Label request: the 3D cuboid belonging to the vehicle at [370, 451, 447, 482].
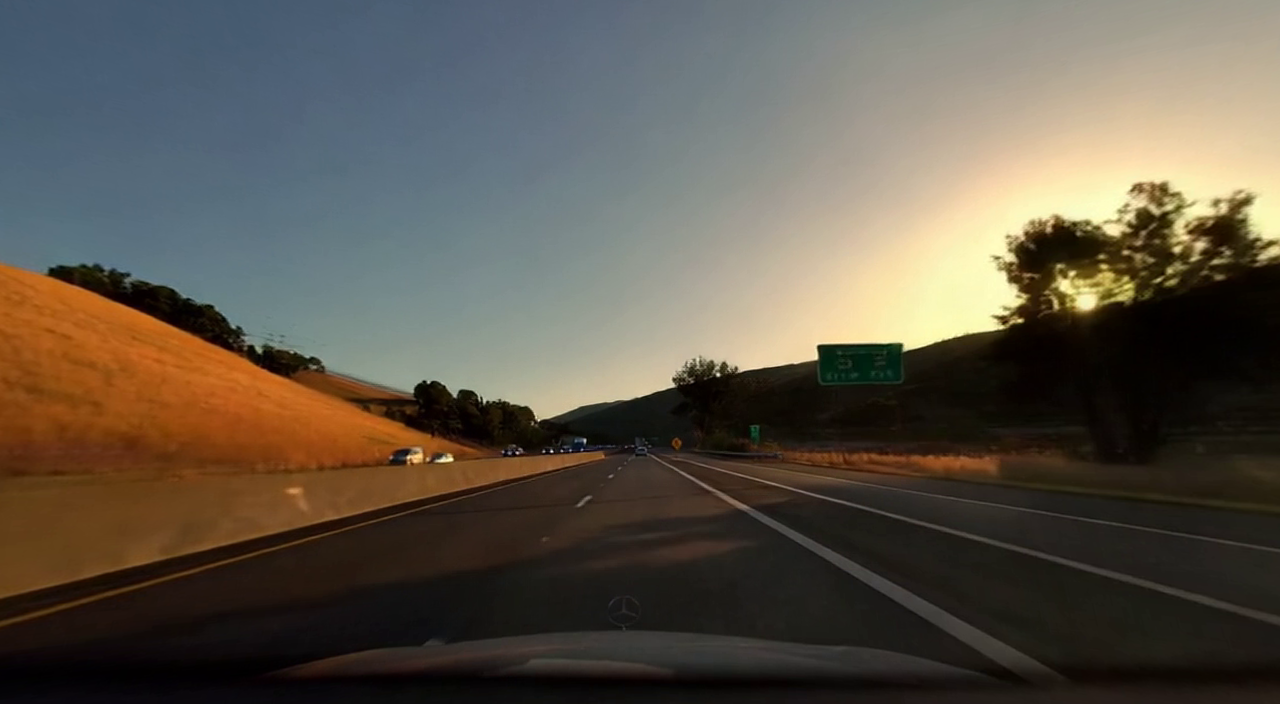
[{"bbox_3d":[-11.528,5.707,31.700,2.209,1.454,4.441,0,-9,0],"label":"vehicle"}]
